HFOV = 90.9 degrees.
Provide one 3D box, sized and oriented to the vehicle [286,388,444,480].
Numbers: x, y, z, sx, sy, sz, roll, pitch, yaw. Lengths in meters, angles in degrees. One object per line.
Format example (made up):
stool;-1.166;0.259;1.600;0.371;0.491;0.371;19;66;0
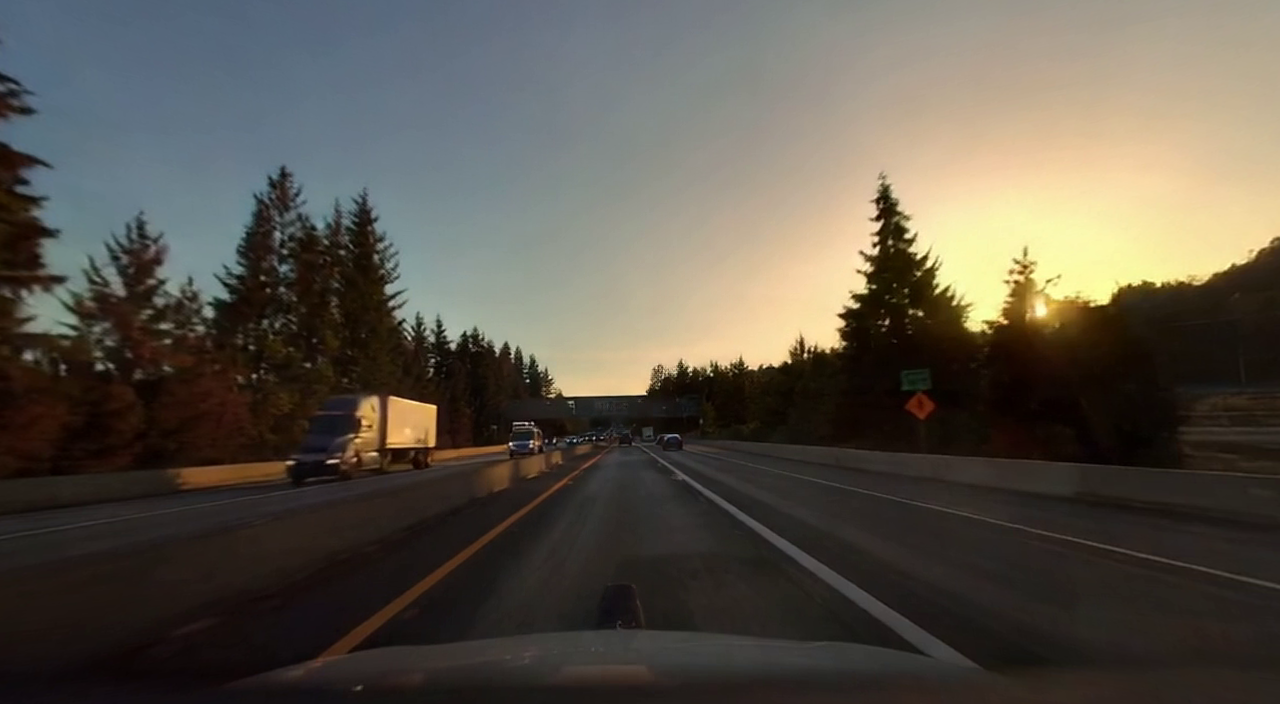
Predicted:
vehicle;-12.635;3.996;30.477;2.957;3.662;10.534;0;-8;-1

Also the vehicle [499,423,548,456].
vehicle;-8.843;6.706;48.291;2.548;2.313;6.373;0;-8;0
